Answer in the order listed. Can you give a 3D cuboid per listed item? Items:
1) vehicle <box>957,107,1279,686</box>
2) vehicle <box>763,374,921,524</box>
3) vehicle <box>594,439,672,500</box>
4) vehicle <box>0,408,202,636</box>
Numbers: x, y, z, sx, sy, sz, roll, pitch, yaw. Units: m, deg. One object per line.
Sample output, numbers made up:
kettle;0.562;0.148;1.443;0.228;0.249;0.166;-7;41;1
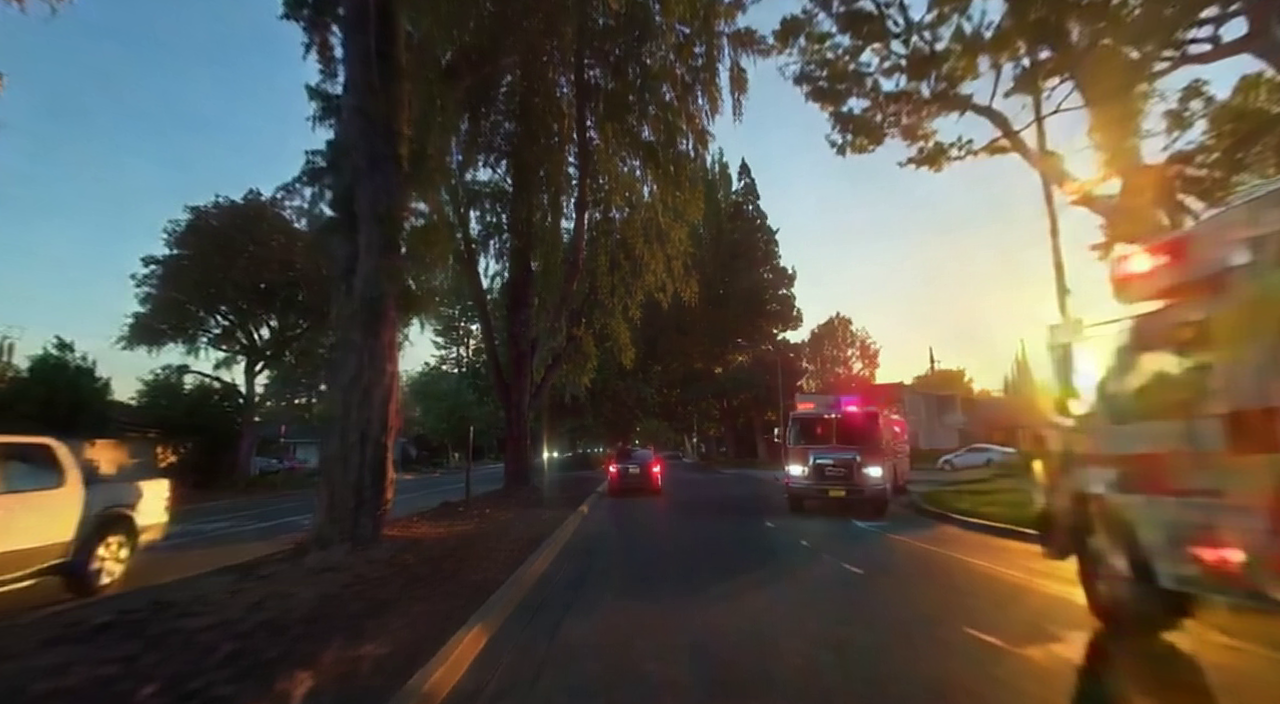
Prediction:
vehicle;5.129;0.012;2.179;2.885;3.246;9.408;0;-10;-2
vehicle;5.085;2.365;15.201;2.654;2.824;5.794;-7;-11;24
vehicle;-0.163;3.476;19.096;2.106;1.655;3.717;0;-8;1
vehicle;-6.407;1.417;5.270;2.165;1.876;4.903;0;-8;-3
